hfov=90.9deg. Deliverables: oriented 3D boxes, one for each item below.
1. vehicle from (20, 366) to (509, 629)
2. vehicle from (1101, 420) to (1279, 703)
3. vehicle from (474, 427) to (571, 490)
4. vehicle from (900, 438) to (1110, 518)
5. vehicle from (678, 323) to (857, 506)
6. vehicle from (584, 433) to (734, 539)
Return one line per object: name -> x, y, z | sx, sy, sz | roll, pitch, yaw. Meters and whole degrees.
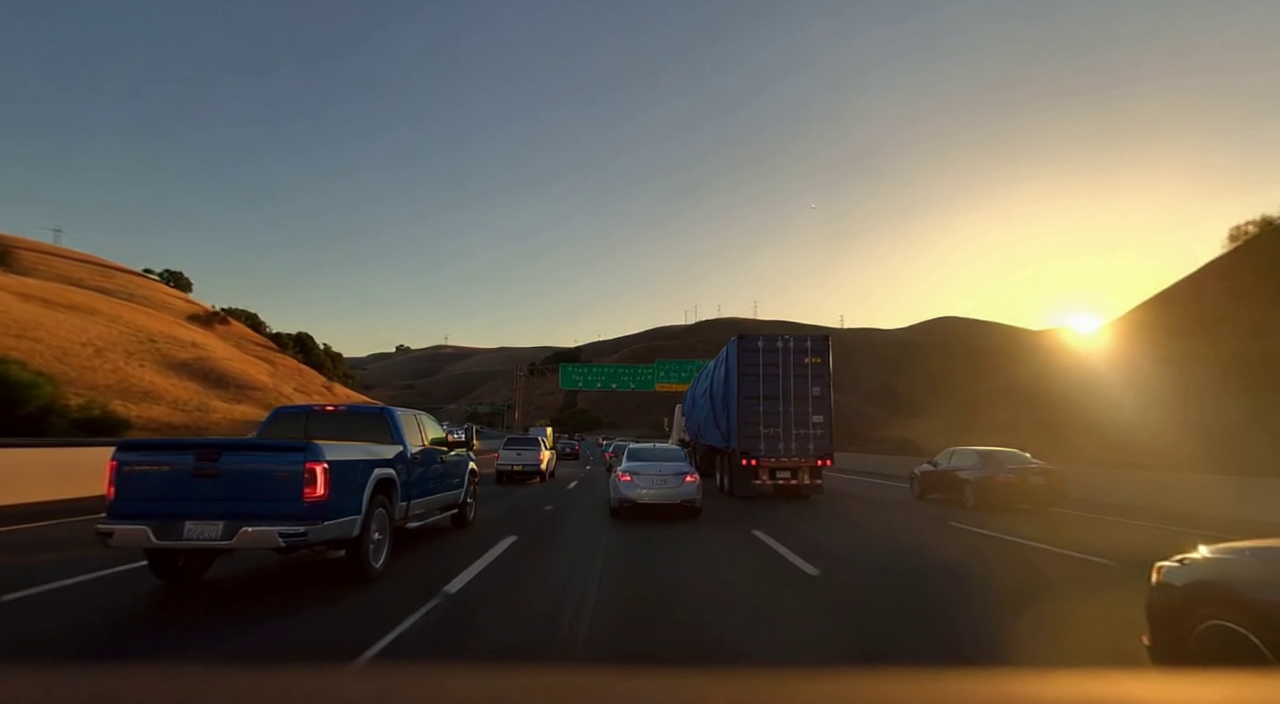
vehicle -> -3.286, 1.432, 7.328 | 2.318, 1.902, 5.374 | 0, -8, 1
vehicle -> 3.588, 0.783, 0.987 | 2.169, 1.447, 4.817 | 0, -8, 1
vehicle -> -3.707, 3.465, 20.992 | 2.348, 1.821, 5.061 | 0, -8, -1
vehicle -> 7.768, 2.684, 14.030 | 2.092, 1.495, 4.194 | 0, -8, -1
vehicle -> 3.176, 2.151, 19.618 | 2.759, 4.098, 10.906 | 0, -8, -3
vehicle -> 0.220, 2.177, 10.924 | 2.105, 1.471, 3.978 | 0, -8, -1
